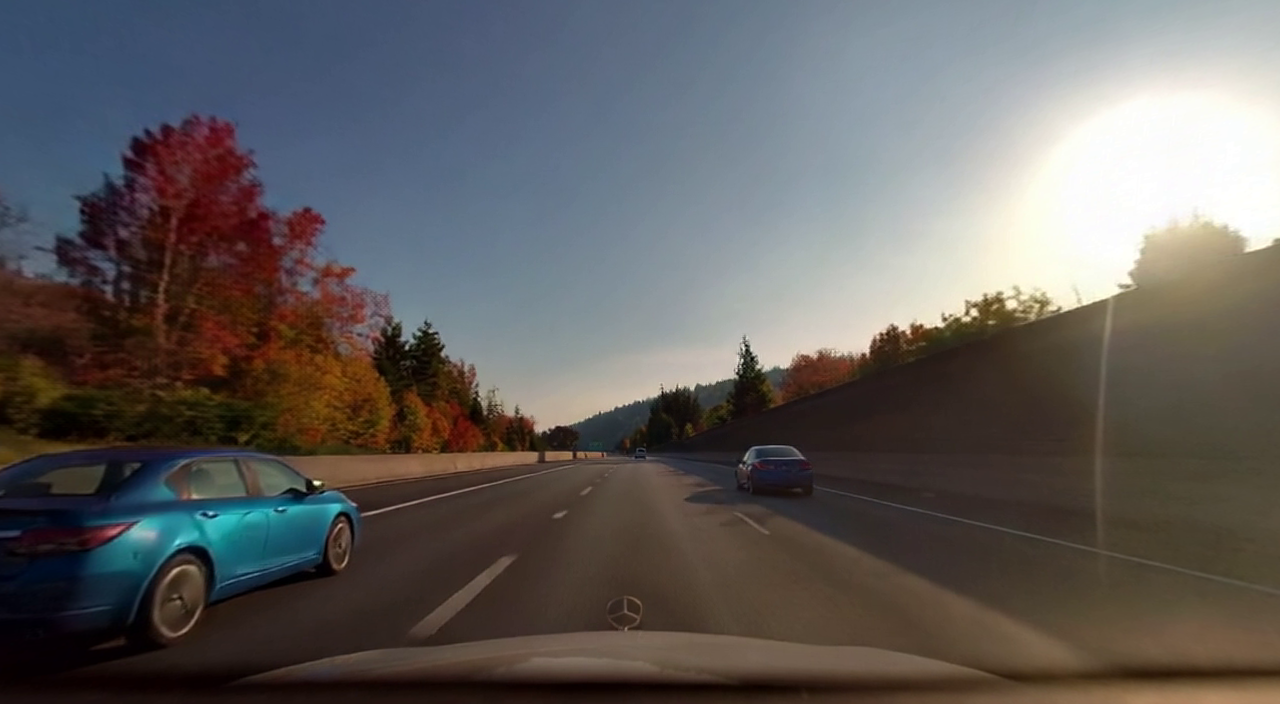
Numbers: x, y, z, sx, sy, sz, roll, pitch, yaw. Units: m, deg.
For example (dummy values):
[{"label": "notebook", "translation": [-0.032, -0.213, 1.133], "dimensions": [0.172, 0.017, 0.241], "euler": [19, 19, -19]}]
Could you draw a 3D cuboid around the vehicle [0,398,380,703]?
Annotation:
[{"label": "vehicle", "translation": [-3.976, 1.302, 4.903], "dimensions": [2.010, 1.550, 4.376], "euler": [0, -9, 0]}]

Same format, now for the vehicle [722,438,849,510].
[{"label": "vehicle", "translation": [3.549, 3.087, 16.406], "dimensions": [2.146, 1.573, 4.661], "euler": [0, -9, -1]}]
